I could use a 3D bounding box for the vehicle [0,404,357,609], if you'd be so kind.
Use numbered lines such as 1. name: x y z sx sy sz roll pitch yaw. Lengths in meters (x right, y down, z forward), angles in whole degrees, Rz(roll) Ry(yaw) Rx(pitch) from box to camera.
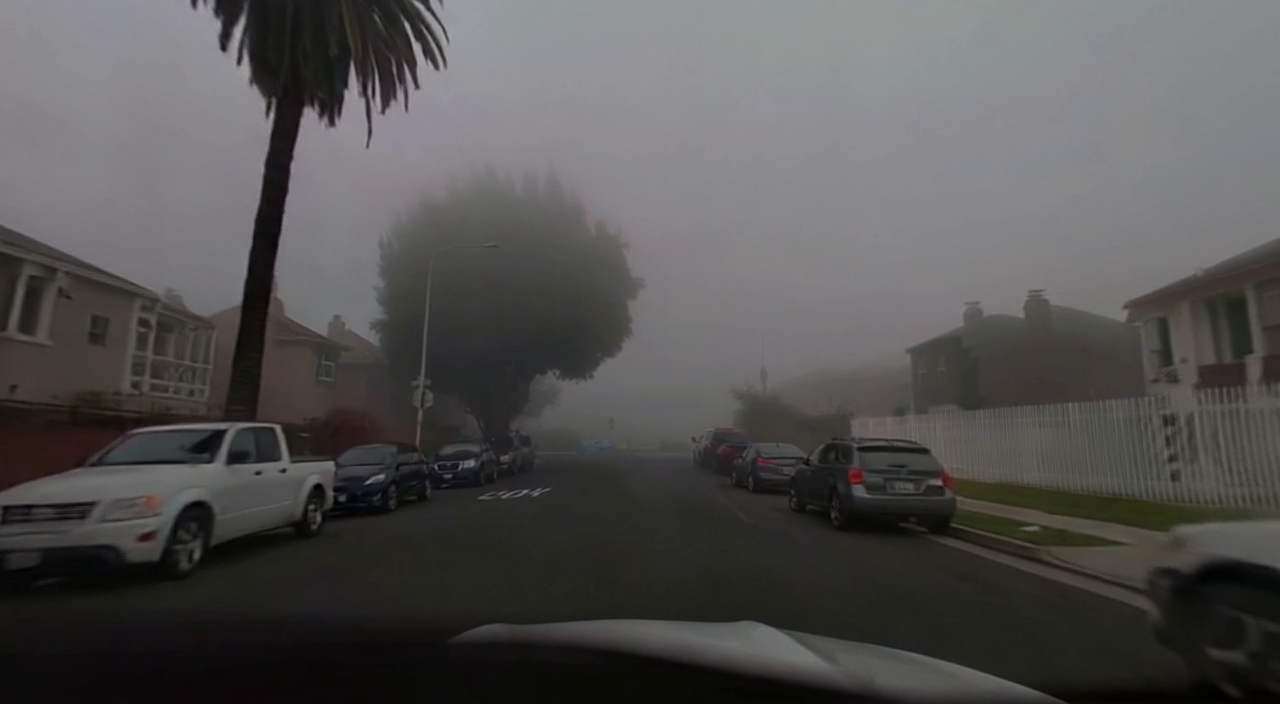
1. vehicle: -5.710 1.779 8.316 1.963 1.859 4.884 0 -8 -4

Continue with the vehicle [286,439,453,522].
1. vehicle: -5.788 2.774 14.266 1.849 1.531 4.562 0 -8 -1

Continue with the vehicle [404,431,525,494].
1. vehicle: -5.709 3.687 21.555 2.316 1.808 5.876 0 -8 1

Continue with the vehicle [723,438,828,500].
1. vehicle: 3.752 3.304 18.387 1.958 1.485 4.819 2 -8 0

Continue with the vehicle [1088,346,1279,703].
1. vehicle: 3.857 0.699 1.455 2.116 1.817 4.652 0 -8 -1

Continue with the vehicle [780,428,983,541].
1. vehicle: 4.072 2.290 11.561 1.998 1.649 4.175 0 -8 -1
